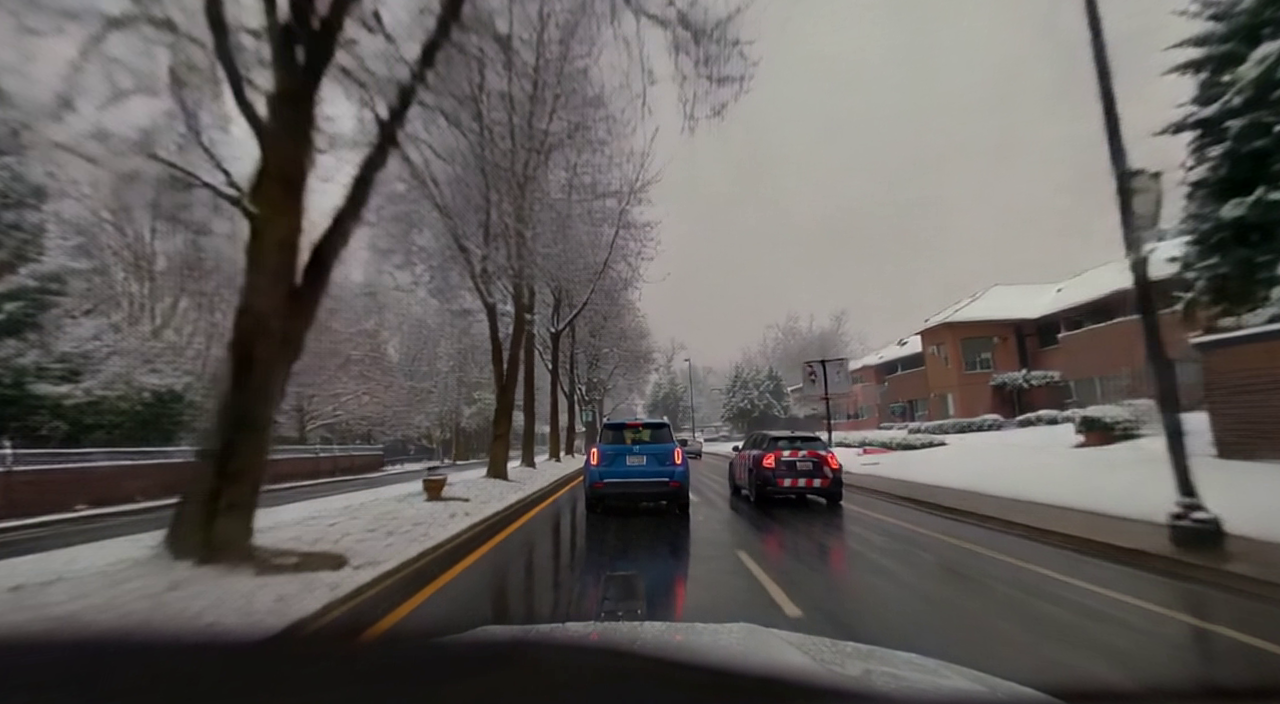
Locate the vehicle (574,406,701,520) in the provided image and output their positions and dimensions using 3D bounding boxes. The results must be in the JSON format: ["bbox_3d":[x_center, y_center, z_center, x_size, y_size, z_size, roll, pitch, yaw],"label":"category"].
[{"bbox_3d":[-0.086,1.990,11.554,1.984,1.777,3.148,1,-8,-2],"label":"vehicle"}]

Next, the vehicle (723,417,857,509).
[{"bbox_3d":[3.114,2.405,14.034,1.840,1.709,4.202,1,-8,-2],"label":"vehicle"}]
